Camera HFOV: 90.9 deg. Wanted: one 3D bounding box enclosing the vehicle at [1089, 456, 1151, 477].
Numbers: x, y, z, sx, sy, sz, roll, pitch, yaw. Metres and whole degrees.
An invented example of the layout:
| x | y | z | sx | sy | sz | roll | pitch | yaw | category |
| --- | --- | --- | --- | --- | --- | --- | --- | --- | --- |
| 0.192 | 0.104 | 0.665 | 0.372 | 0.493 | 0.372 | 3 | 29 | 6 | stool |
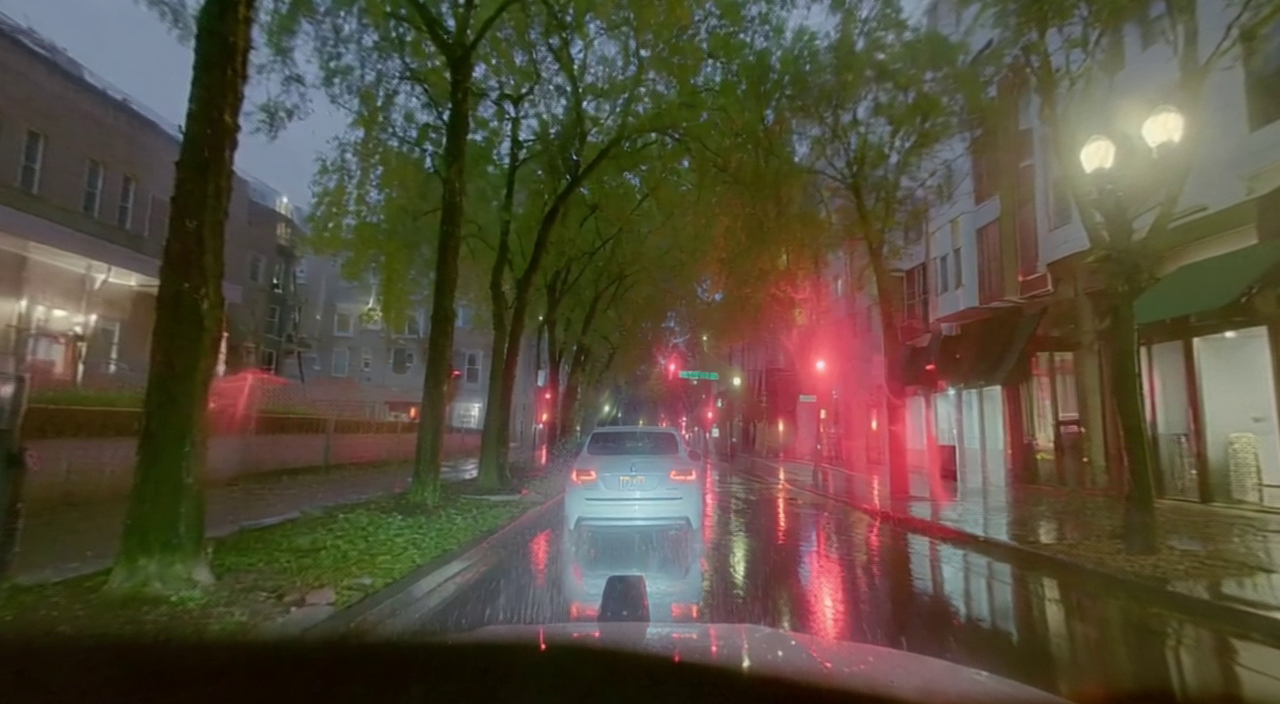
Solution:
| x | y | z | sx | sy | sz | roll | pitch | yaw | category |
| --- | --- | --- | --- | --- | --- | --- | --- | --- | --- |
| 36.615 | 8.723 | 48.088 | 3.445 | 1.363 | 1.608 | 2 | -7 | -1 | vehicle |

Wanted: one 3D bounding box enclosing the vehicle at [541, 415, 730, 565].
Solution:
| x | y | z | sx | sy | sz | roll | pitch | yaw | category |
| --- | --- | --- | --- | --- | --- | --- | --- | --- | --- |
| -0.086 | 1.809 | 8.941 | 2.079 | 1.621 | 3.861 | 0 | -8 | -1 | vehicle |

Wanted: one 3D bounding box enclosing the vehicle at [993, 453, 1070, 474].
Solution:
| x | y | z | sx | sy | sz | roll | pitch | yaw | category |
| --- | --- | --- | --- | --- | --- | --- | --- | --- | --- |
| 29.774 | 8.478 | 47.963 | 4.668 | 1.441 | 1.904 | 1 | -9 | -6 | vehicle |
